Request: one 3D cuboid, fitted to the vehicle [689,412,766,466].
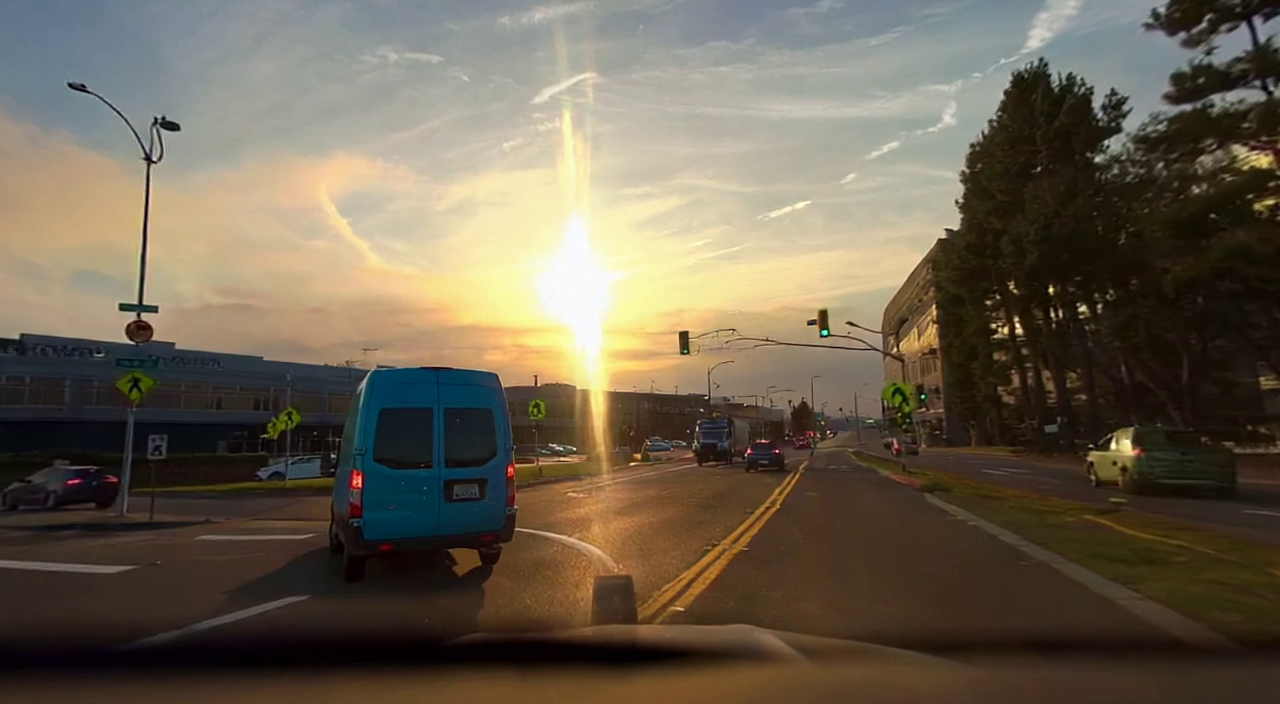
[{"bbox_3d":[6.757,6.446,45.699,3.158,3.294,13.584,-4,-10,17],"label":"vehicle"}]

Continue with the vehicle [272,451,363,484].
[{"bbox_3d":[-17.088,6.065,33.282,4.109,1.592,2.008,4,-10,-28],"label":"vehicle"}]

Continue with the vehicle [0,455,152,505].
[{"bbox_3d":[-19.408,4.333,21.502,4.457,1.533,1.933,-3,-9,18],"label":"vehicle"}]

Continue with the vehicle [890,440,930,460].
[{"bbox_3d":[20.930,7.611,48.703,2.144,1.473,4.250,-3,-9,15],"label":"vehicle"}]

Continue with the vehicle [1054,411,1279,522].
[{"bbox_3d":[10.046,2.118,12.002,2.158,1.696,4.417,-3,-9,16],"label":"vehicle"}]

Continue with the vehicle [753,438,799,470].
[{"bbox_3d":[7.359,5.456,33.687,1.948,1.613,3.879,-3,-9,18],"label":"vehicle"}]

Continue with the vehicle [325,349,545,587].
[{"bbox_3d":[-3.544,1.725,10.067,2.432,2.624,5.670,4,-10,-25],"label":"vehicle"}]
